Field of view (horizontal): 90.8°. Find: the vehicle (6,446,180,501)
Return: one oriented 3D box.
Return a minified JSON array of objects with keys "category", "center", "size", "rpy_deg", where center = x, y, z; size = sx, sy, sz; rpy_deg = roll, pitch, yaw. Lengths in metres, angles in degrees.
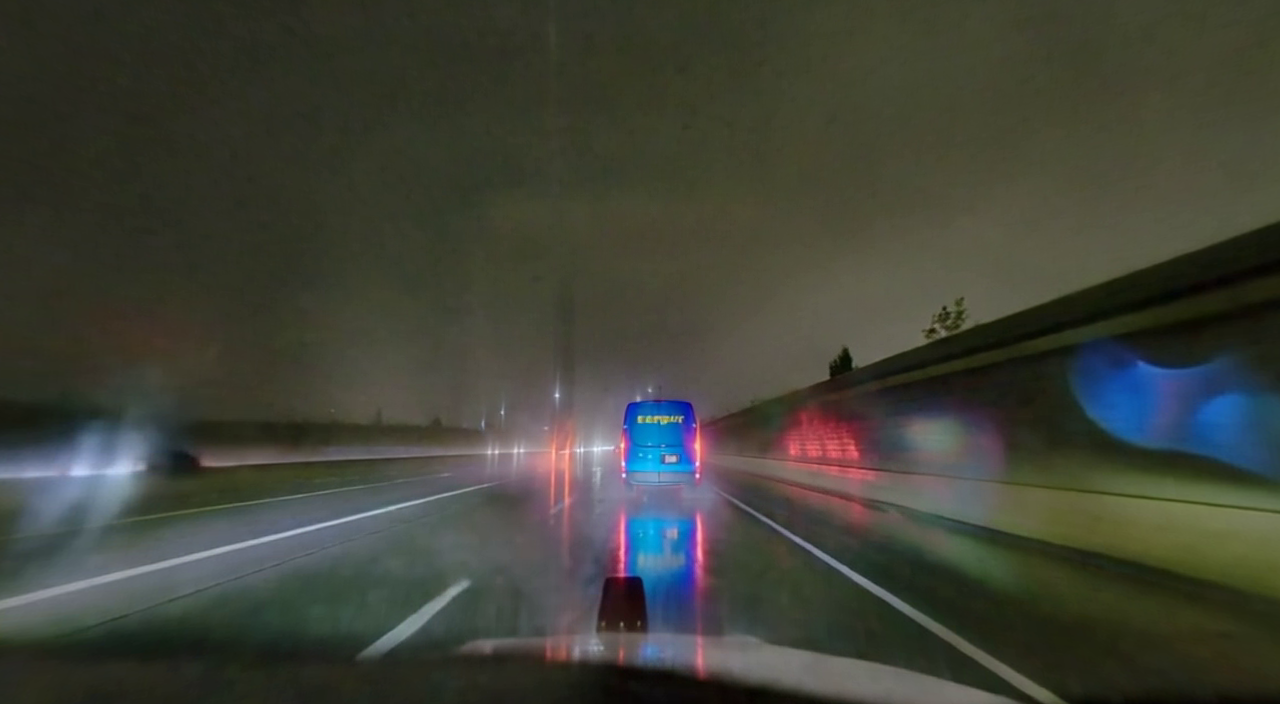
[{"category":"vehicle","center":[-15.762,3.488,18.486],"size":[1.651,1.410,3.840],"rpy_deg":[0,-9,0]}]

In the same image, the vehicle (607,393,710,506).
[{"category":"vehicle","center":[0.337,2.622,17.124],"size":[2.332,2.558,5.314],"rpy_deg":[0,-9,-2]}]
